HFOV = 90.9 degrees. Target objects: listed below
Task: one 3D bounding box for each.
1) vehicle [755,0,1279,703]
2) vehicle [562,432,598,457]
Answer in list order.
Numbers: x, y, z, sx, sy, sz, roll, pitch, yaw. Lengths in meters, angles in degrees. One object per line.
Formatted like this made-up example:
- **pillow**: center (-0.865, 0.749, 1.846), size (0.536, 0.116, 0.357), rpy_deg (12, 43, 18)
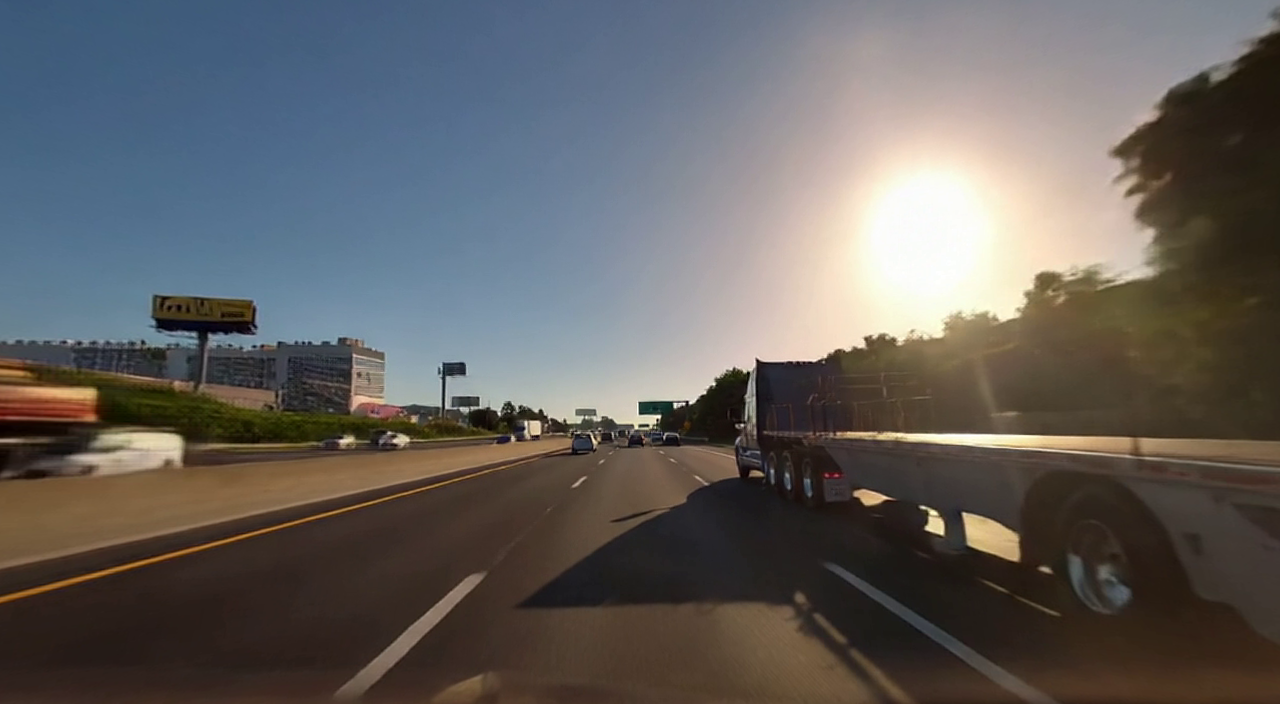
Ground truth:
- **vehicle**: center (3.871, 0.269, 6.540), size (2.871, 3.815, 11.331), rpy_deg (0, -8, -2)
- **vehicle**: center (-3.685, 5.733, 39.133), size (1.930, 1.484, 3.849), rpy_deg (0, -8, -1)
